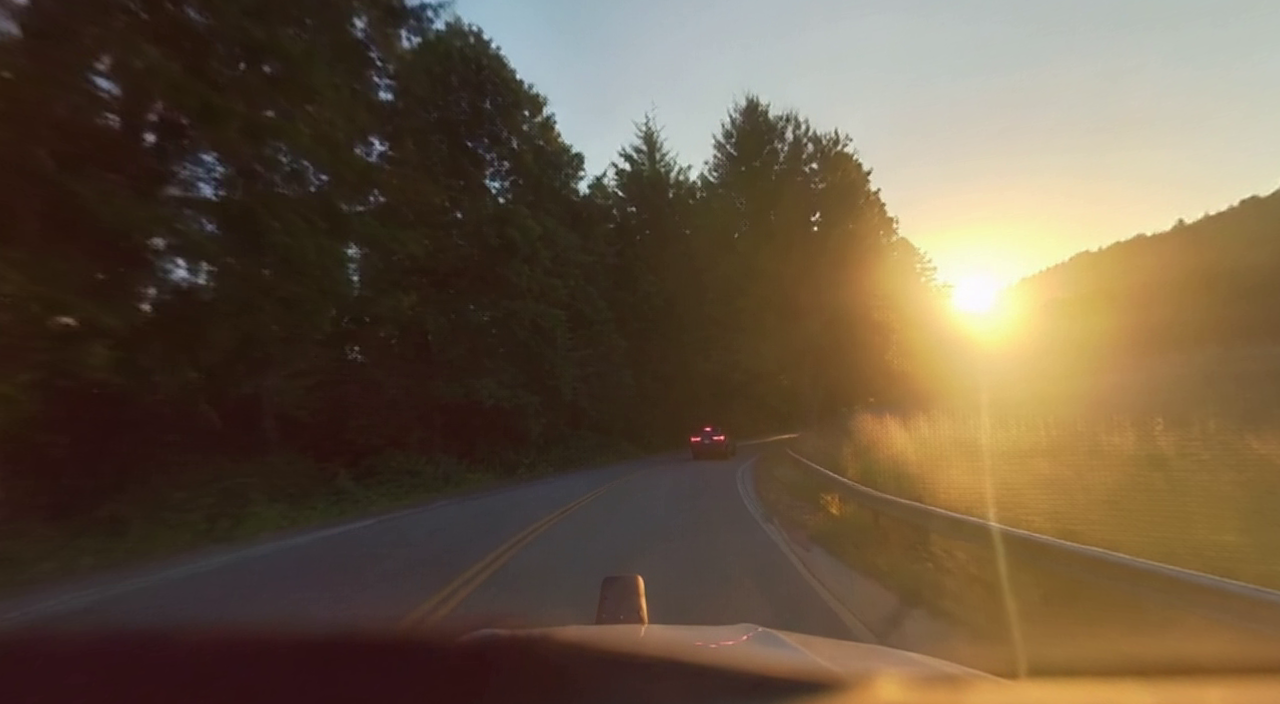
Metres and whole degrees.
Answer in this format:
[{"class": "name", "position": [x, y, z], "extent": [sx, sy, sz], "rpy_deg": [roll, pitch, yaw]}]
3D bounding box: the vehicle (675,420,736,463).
[{"class": "vehicle", "position": [3.425, 4.541, 31.947], "extent": [2.469, 1.953, 5.605], "rpy_deg": [-2, -9, 12]}]
